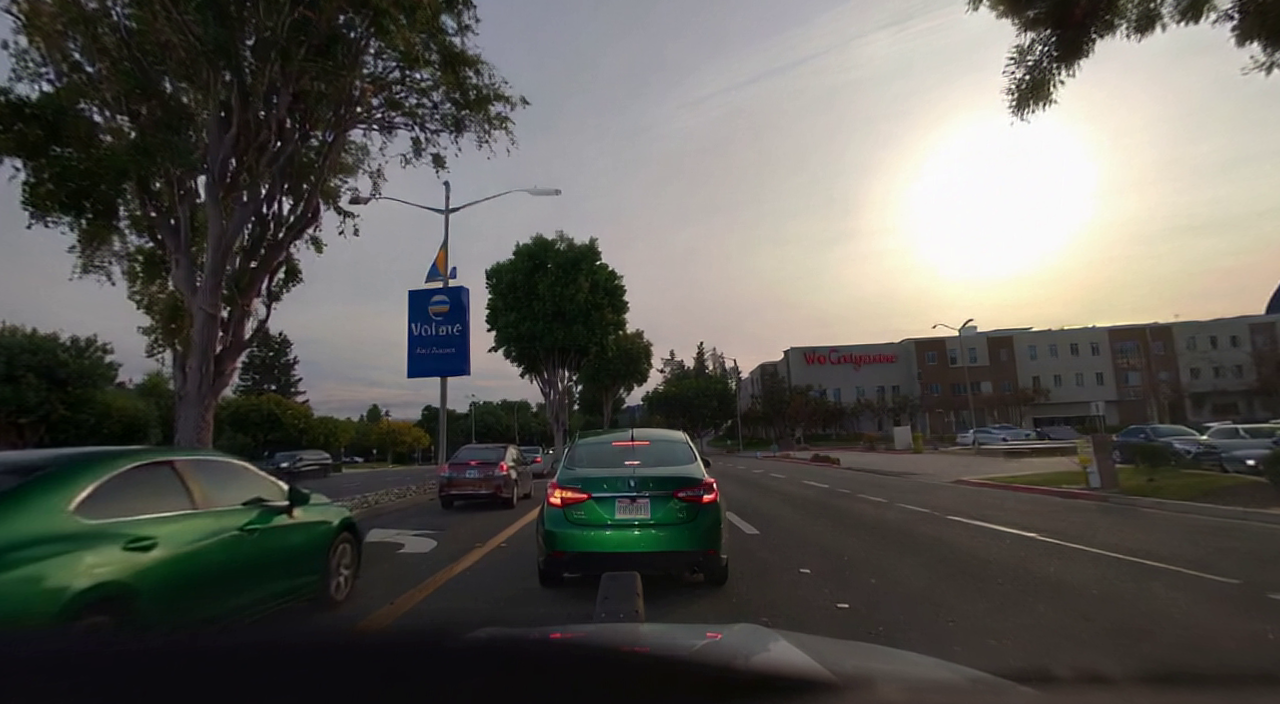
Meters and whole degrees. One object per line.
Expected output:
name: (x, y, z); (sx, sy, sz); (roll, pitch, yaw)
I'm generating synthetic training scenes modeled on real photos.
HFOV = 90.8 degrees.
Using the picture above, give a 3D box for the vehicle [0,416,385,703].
vehicle: (-3.338, 1.149, 3.583); (1.952, 1.431, 4.383); (0, -8, 0)

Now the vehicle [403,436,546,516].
vehicle: (-3.471, 2.678, 14.231); (1.961, 1.487, 4.453); (0, -8, 1)

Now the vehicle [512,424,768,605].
vehicle: (-0.057, 1.641, 7.299); (2.126, 1.475, 3.967); (0, -8, -2)
